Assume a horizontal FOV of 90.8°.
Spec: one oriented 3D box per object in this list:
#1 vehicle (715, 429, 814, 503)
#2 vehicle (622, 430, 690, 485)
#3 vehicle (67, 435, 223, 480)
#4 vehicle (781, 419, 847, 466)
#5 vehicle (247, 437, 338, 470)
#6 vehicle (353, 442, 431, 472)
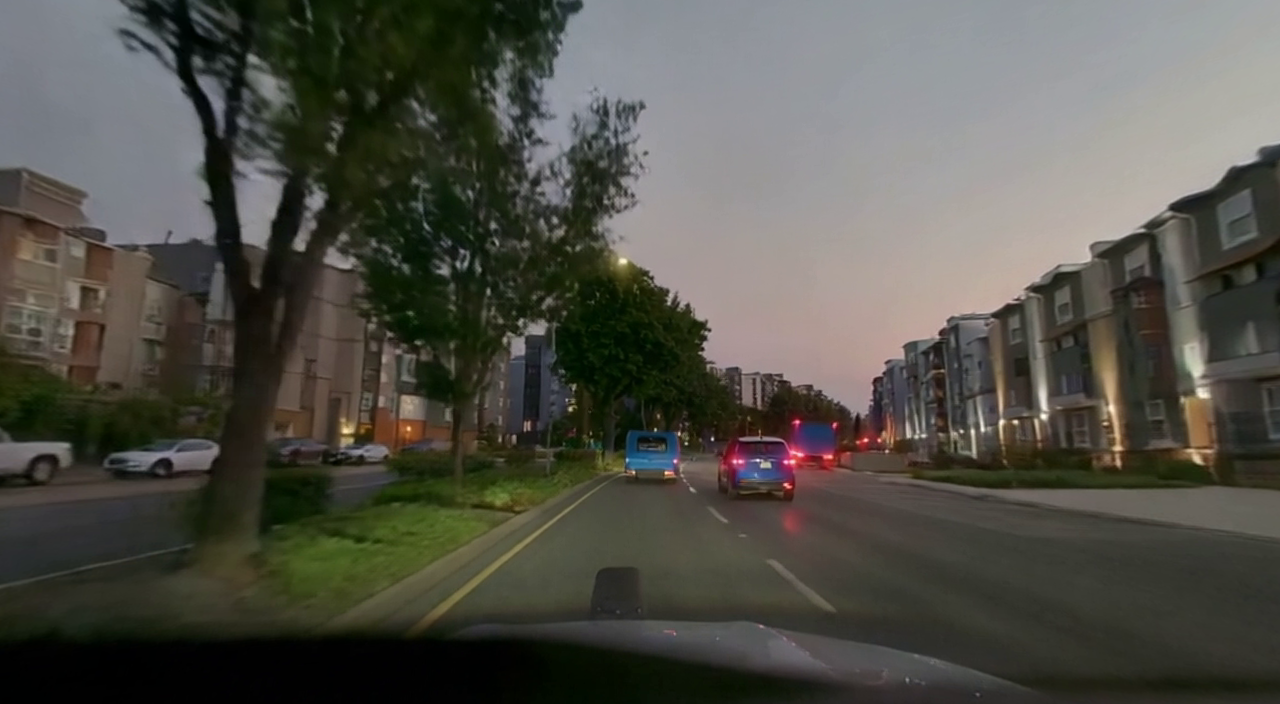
[{"bbox_3d":[3.398,3.206,18.168,2.033,1.823,4.409,1,-9,1],"label":"vehicle"},{"bbox_3d":[0.649,4.061,24.558,2.345,1.841,5.032,1,-9,2],"label":"vehicle"},{"bbox_3d":[-18.742,4.061,24.296,1.961,1.556,4.791,-1,-10,2],"label":"vehicle"},{"bbox_3d":[12.999,6.896,47.793,3.705,3.221,6.779,0,-9,6],"label":"vehicle"},{"bbox_3d":[-18.254,5.398,33.474,2.010,1.609,4.549,0,-10,3],"label":"vehicle"},{"bbox_3d":[-12.981,5.539,33.491,1.884,1.454,4.858,0,-9,4],"label":"vehicle"}]
